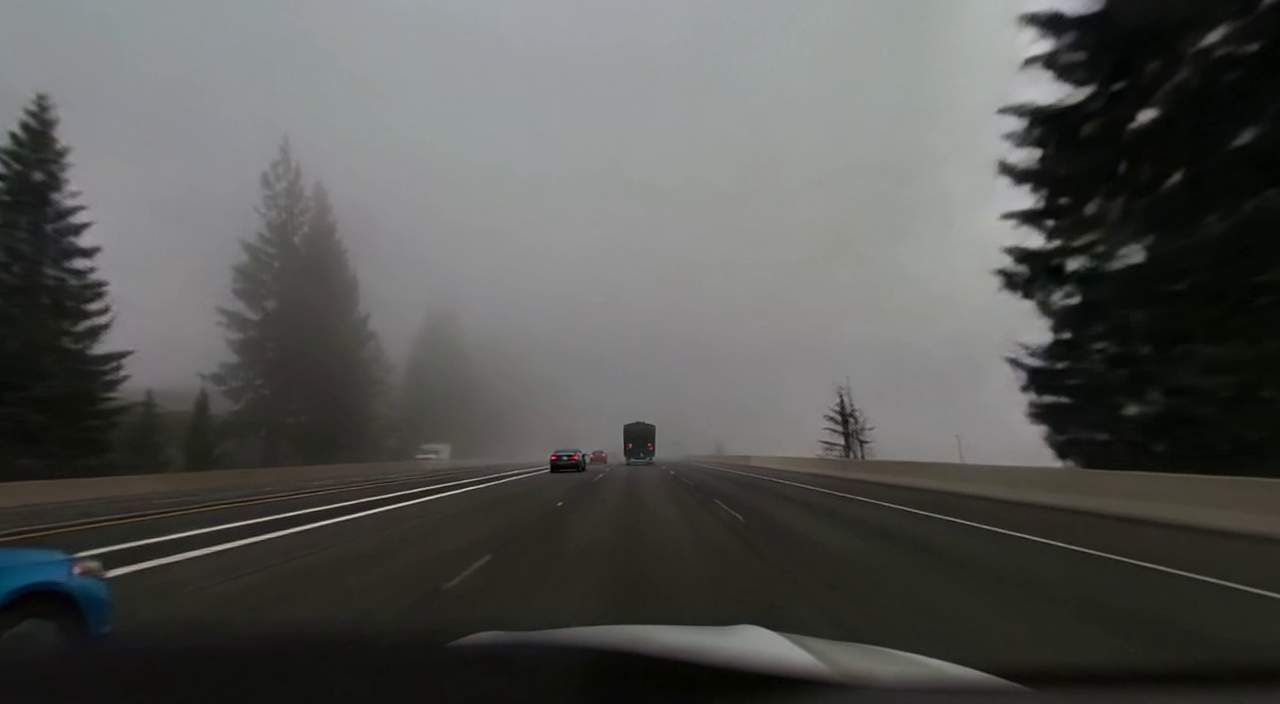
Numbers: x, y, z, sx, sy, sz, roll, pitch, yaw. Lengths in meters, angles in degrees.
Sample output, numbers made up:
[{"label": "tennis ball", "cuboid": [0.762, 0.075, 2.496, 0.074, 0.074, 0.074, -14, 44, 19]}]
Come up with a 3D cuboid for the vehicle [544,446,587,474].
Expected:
[{"label": "vehicle", "cuboid": [-4.252, 6.212, 36.486, 1.916, 1.506, 4.476, 0, -9, 1]}]
